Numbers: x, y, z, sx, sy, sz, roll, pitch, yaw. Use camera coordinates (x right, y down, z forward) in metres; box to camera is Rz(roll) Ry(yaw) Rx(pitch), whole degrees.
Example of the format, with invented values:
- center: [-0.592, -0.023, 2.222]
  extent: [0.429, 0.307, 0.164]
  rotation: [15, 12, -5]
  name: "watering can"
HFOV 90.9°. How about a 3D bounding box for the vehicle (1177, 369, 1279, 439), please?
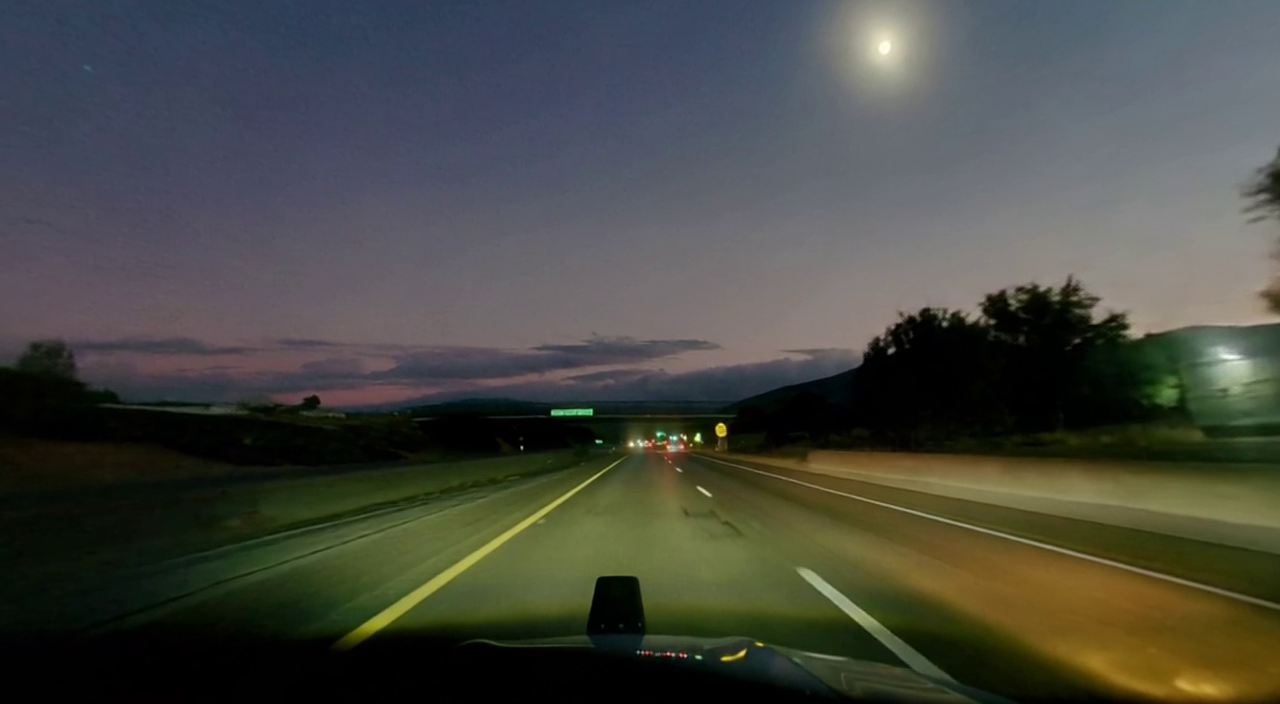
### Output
- center: [36.447, 3.177, 37.253]
  extent: [3.089, 3.837, 6.103]
  rotation: [5, -9, -25]
  name: "vehicle"
